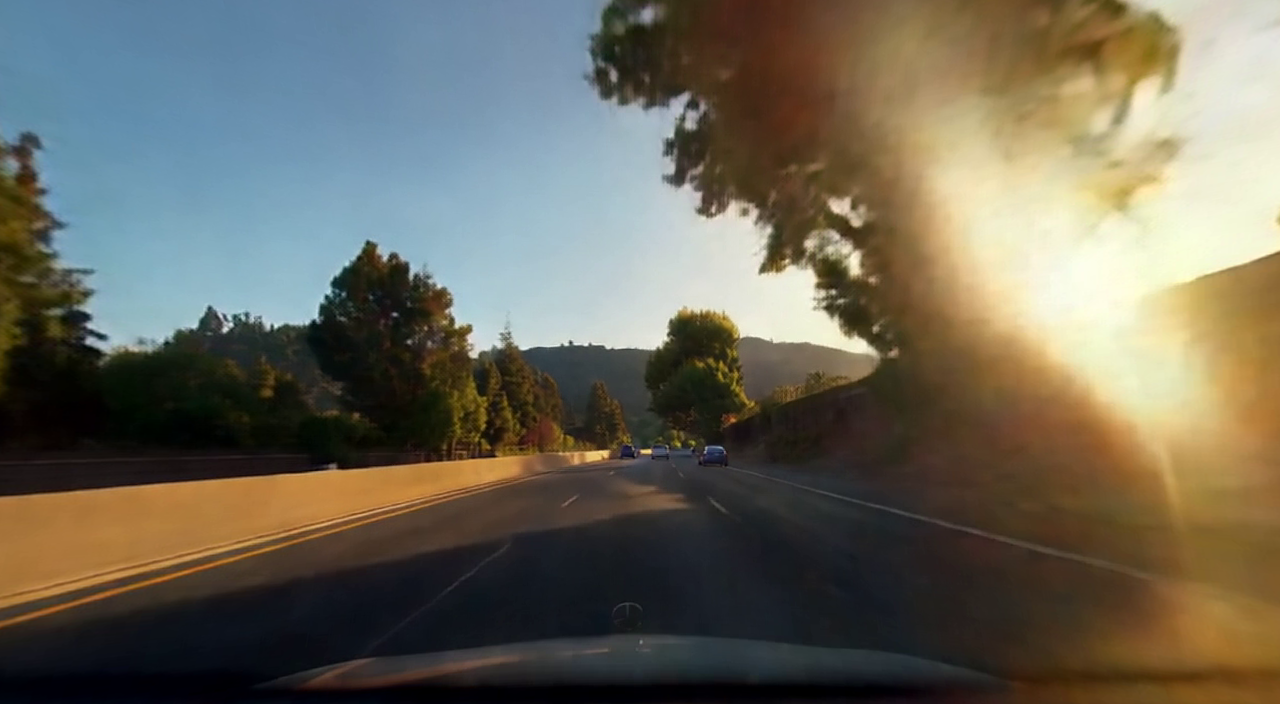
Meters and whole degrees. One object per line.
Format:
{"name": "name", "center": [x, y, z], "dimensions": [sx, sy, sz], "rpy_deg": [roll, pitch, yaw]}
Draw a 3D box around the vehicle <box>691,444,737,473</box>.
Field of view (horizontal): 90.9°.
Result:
{"name": "vehicle", "center": [4.290, 6.227, 37.030], "dimensions": [2.175, 1.574, 3.943], "rpy_deg": [0, -9, 0]}
